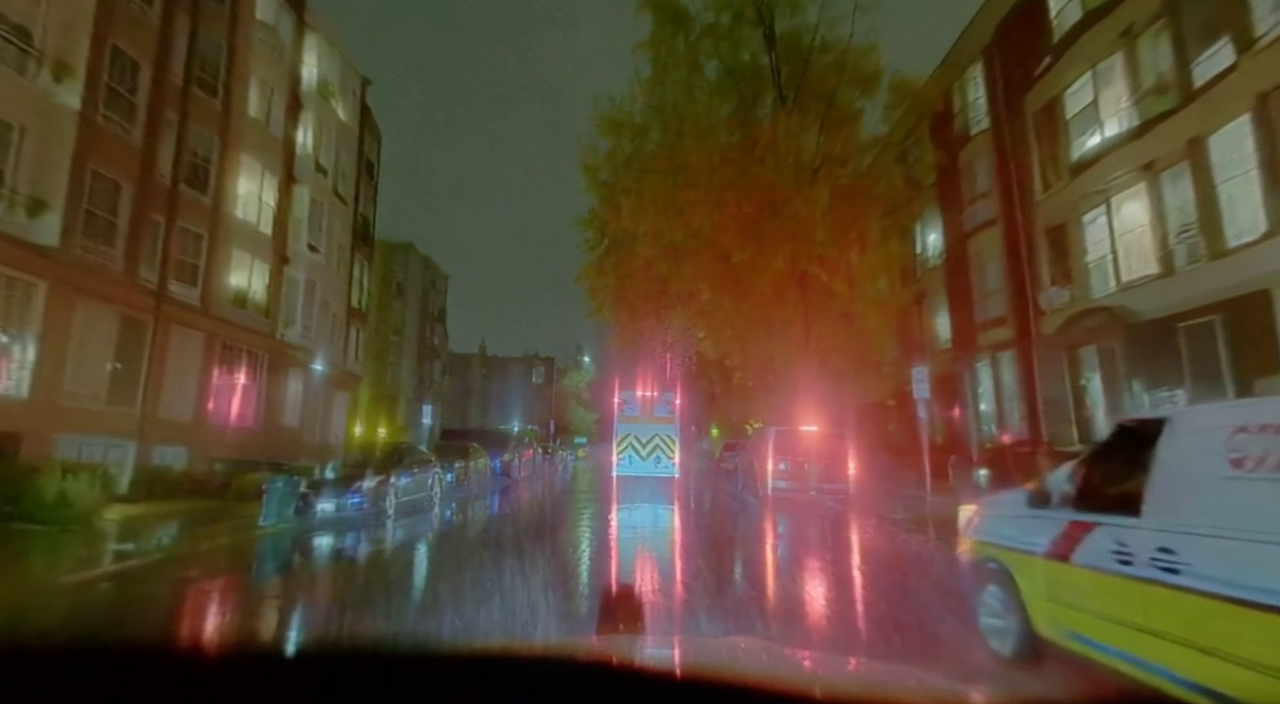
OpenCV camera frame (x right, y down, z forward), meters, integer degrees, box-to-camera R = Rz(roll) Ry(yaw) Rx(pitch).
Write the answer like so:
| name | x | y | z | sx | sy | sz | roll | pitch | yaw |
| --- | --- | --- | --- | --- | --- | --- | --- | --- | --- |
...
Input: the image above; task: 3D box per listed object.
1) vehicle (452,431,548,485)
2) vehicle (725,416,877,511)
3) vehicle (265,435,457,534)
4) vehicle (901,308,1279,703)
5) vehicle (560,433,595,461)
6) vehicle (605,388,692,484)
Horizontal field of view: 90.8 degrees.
| name | x | y | z | sx | sy | sz | roll | pitch | yaw |
| --- | --- | --- | --- | --- | --- | --- | --- | --- | --- |
| vehicle | -5.237 | 4.076 | 24.688 | 2.326 | 1.774 | 5.757 | -2 | -8 | 1 |
| vehicle | 3.558 | 2.621 | 15.347 | 2.232 | 1.860 | 5.593 | 0 | -8 | 0 |
| vehicle | -5.429 | 2.583 | 13.090 | 1.967 | 1.492 | 4.781 | -4 | -8 | -2 |
| vehicle | 3.342 | 0.885 | 2.894 | 2.152 | 1.868 | 4.976 | 0 | -8 | 0 |
| vehicle | -4.827 | 7.398 | 49.104 | 2.263 | 1.964 | 4.134 | -3 | -8 | 0 |
| vehicle | 0.207 | 3.224 | 23.952 | 2.754 | 3.008 | 7.730 | 0 | -8 | -1 |
